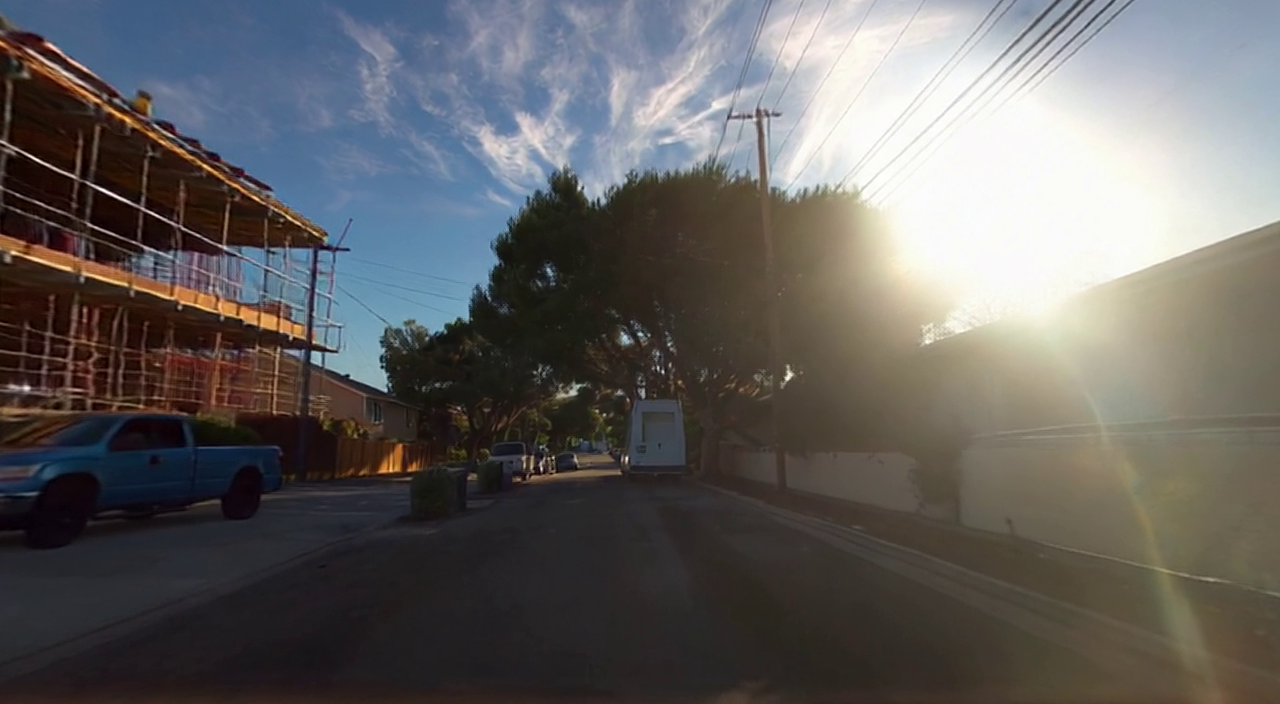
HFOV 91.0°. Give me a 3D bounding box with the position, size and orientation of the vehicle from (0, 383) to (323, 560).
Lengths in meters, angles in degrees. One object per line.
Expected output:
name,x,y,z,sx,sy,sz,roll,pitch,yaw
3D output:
vehicle,-7.706,1.742,9.729,2.238,1.895,5.648,-1,-9,6

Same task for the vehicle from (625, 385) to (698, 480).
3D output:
vehicle,0.861,4.160,30.613,2.915,3.793,9.963,1,-10,0

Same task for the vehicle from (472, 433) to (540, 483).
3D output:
vehicle,-6.232,4.915,29.806,2.171,1.910,4.789,-1,-5,0

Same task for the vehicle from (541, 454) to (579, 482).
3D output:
vehicle,-5.861,8.509,46.513,2.257,1.916,5.089,0,-9,-2
